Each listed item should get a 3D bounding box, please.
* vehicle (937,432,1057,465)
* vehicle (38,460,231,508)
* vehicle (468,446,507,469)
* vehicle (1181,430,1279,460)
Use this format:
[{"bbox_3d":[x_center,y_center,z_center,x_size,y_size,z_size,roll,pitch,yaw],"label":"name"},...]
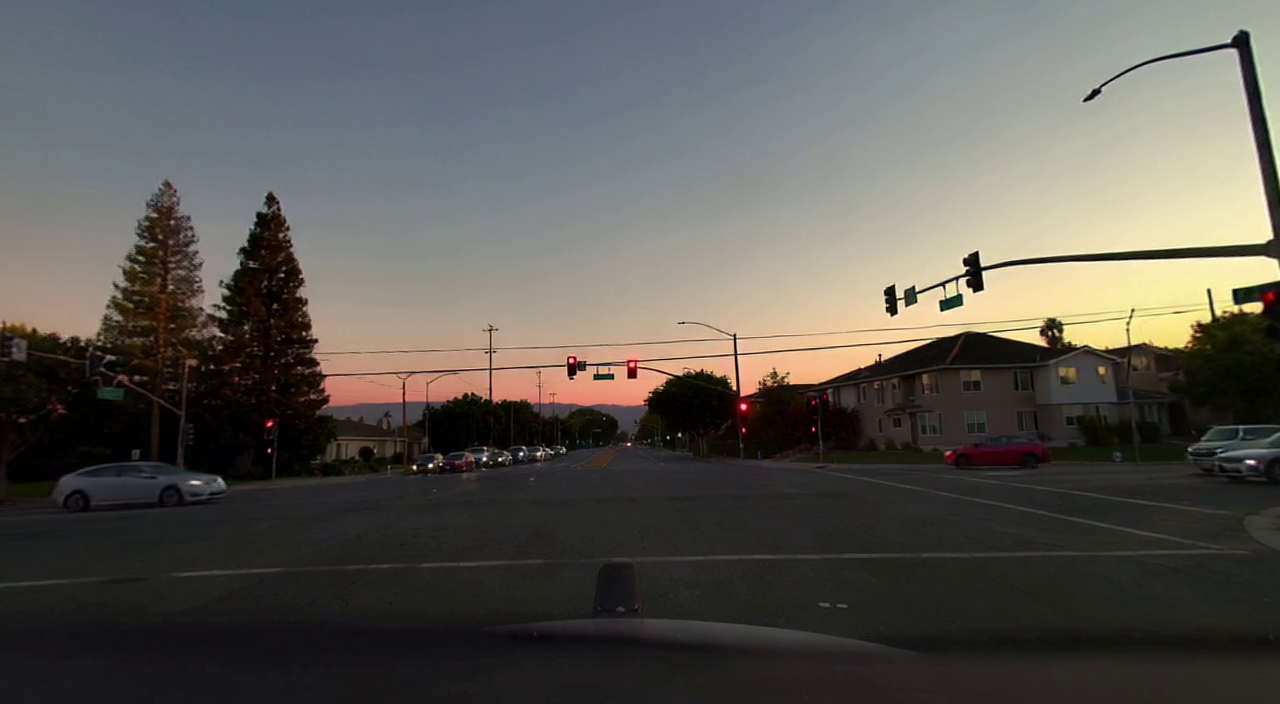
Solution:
[{"bbox_3d":[17.804,4.860,31.781,4.873,1.539,1.932,-3,-9,19],"label":"vehicle"},{"bbox_3d":[-16.934,4.440,21.367,4.823,1.449,2.017,-1,-9,1],"label":"vehicle"},{"bbox_3d":[-10.726,7.456,44.747,1.881,1.509,3.377,0,-9,1],"label":"vehicle"},{"bbox_3d":[31.308,4.885,33.028,4.318,1.488,1.870,0,-9,-1],"label":"vehicle"}]
